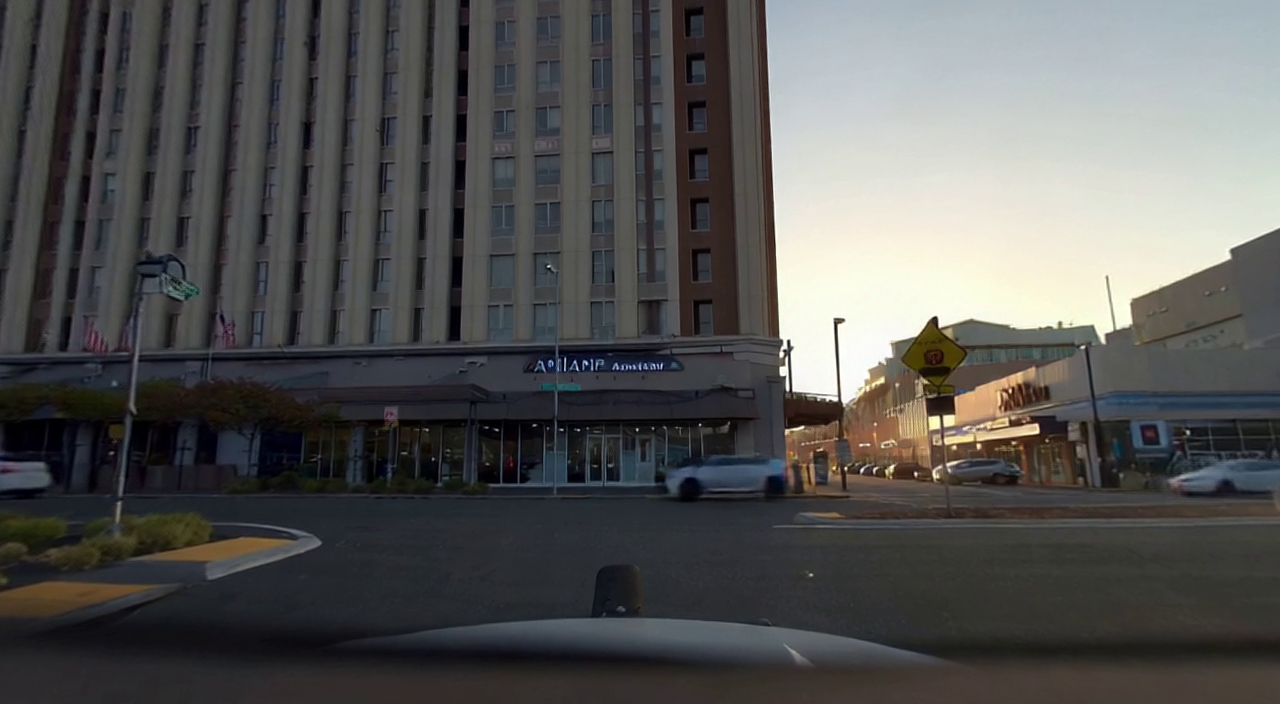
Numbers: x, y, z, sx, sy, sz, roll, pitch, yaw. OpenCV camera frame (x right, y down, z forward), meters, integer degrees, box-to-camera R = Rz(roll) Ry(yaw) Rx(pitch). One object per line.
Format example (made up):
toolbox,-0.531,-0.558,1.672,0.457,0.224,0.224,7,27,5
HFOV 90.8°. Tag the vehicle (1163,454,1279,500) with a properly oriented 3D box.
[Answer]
vehicle,22.744,4.717,24.037,4.073,1.609,1.813,1,-9,-4

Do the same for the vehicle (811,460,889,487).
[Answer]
vehicle,12.991,7.512,39.386,1.791,1.453,4.593,5,-10,-29

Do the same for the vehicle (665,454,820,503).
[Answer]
vehicle,3.289,4.109,20.756,4.661,1.478,1.878,1,-9,-7

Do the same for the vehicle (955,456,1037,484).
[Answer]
vehicle,25.736,8.499,45.751,4.838,1.799,1.914,-7,-11,39

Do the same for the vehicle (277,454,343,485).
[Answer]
vehicle,-20.019,7.083,38.243,4.596,1.680,1.936,-8,-11,42
